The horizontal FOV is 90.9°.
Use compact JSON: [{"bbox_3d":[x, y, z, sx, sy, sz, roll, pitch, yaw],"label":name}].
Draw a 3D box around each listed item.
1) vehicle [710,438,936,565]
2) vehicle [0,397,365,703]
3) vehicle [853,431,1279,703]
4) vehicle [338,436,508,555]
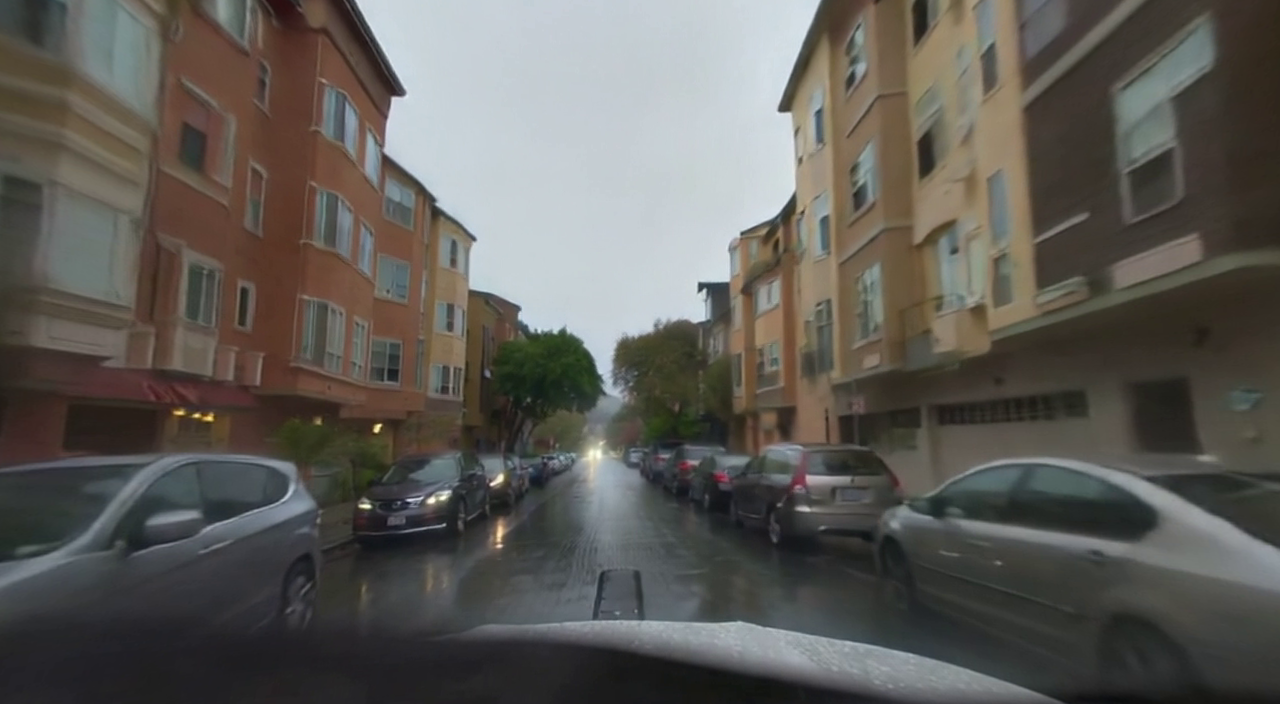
[{"bbox_3d":[2.659,2.268,10.523,1.968,1.595,4.543,1,-8,-7],"label":"vehicle"},{"bbox_3d":[-3.529,1.267,3.808,2.175,1.710,4.000,-2,-7,-4],"label":"vehicle"},{"bbox_3d":[3.238,1.284,3.971,1.904,1.476,4.480,1,-8,-5],"label":"vehicle"},{"bbox_3d":[-4.017,2.626,12.529,2.081,1.679,4.506,-3,-6,-4],"label":"vehicle"}]
